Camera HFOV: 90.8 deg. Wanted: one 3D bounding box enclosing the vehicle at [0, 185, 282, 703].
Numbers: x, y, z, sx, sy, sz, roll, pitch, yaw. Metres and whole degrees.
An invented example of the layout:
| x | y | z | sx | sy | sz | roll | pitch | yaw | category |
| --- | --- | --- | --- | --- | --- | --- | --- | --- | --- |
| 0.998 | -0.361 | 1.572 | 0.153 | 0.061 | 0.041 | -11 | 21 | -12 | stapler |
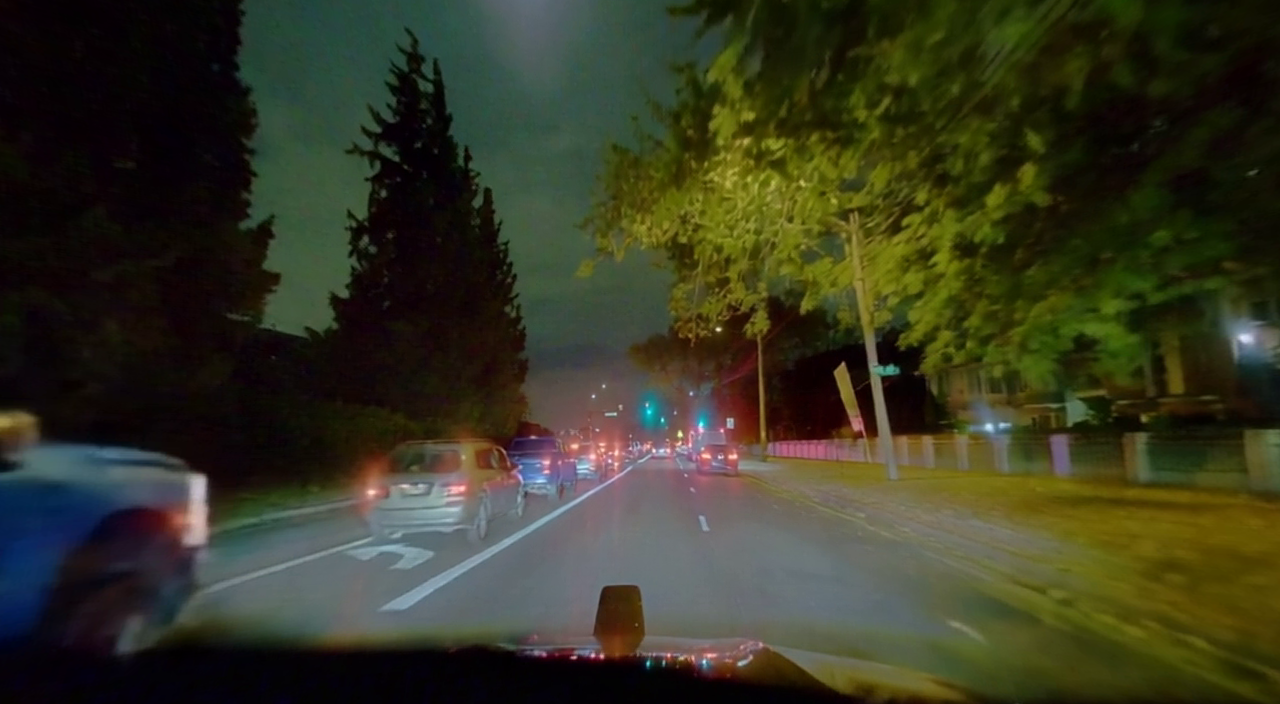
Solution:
| x | y | z | sx | sy | sz | roll | pitch | yaw | category |
| --- | --- | --- | --- | --- | --- | --- | --- | --- | --- |
| -3.144 | 0.358 | 0.651 | 2.405 | 2.058 | 5.193 | 0 | -8 | 1 | vehicle |

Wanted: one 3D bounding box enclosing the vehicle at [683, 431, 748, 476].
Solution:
| x | y | z | sx | sy | sz | roll | pitch | yaw | category |
| --- | --- | --- | --- | --- | --- | --- | --- | --- | --- |
| 3.026 | 4.199 | 26.386 | 2.258 | 1.682 | 4.635 | 0 | -8 | 2 | vehicle |

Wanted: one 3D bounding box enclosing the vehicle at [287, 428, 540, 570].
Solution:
| x | y | z | sx | sy | sz | roll | pitch | yaw | category |
| --- | --- | --- | --- | --- | --- | --- | --- | --- | --- |
| -2.740 | 1.859 | 8.752 | 1.807 | 1.475 | 3.952 | -1 | -8 | 4 | vehicle |
